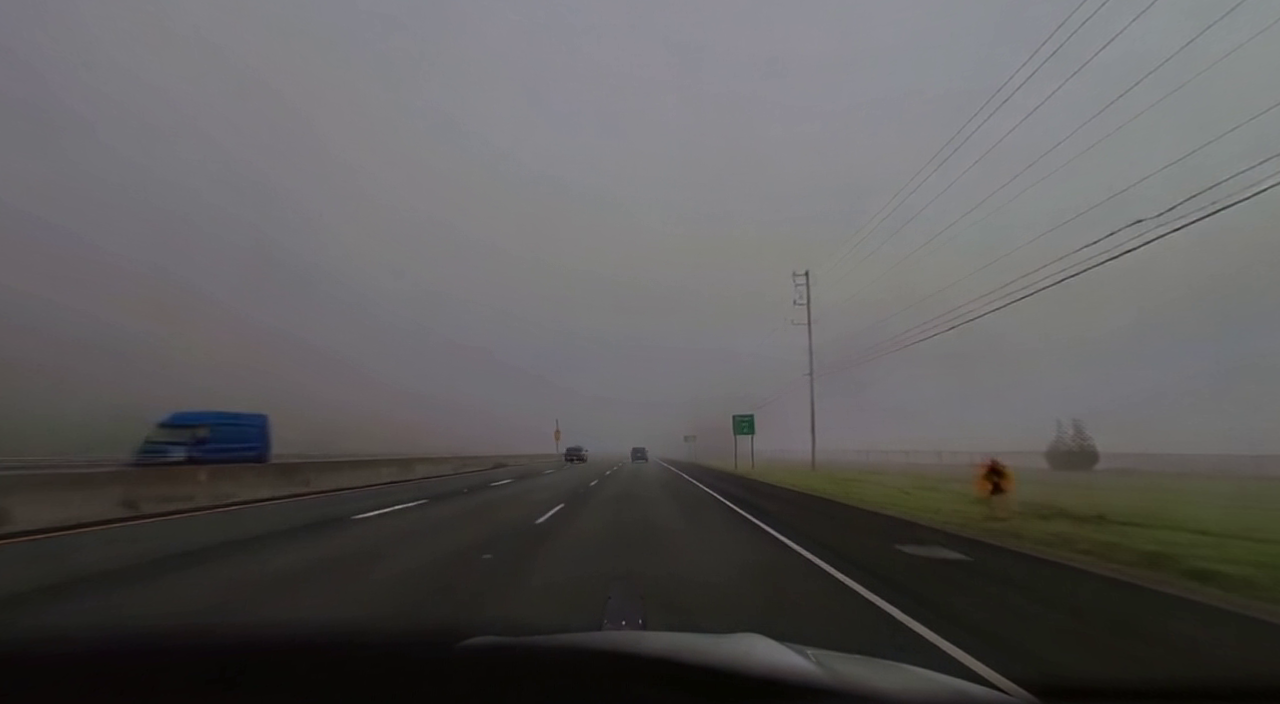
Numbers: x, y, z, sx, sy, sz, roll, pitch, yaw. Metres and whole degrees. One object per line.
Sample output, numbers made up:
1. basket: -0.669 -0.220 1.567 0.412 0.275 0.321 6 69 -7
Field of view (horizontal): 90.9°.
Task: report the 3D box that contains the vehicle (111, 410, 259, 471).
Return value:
1. vehicle: -18.921 3.768 26.658 2.217 2.296 5.314 0 -9 0
